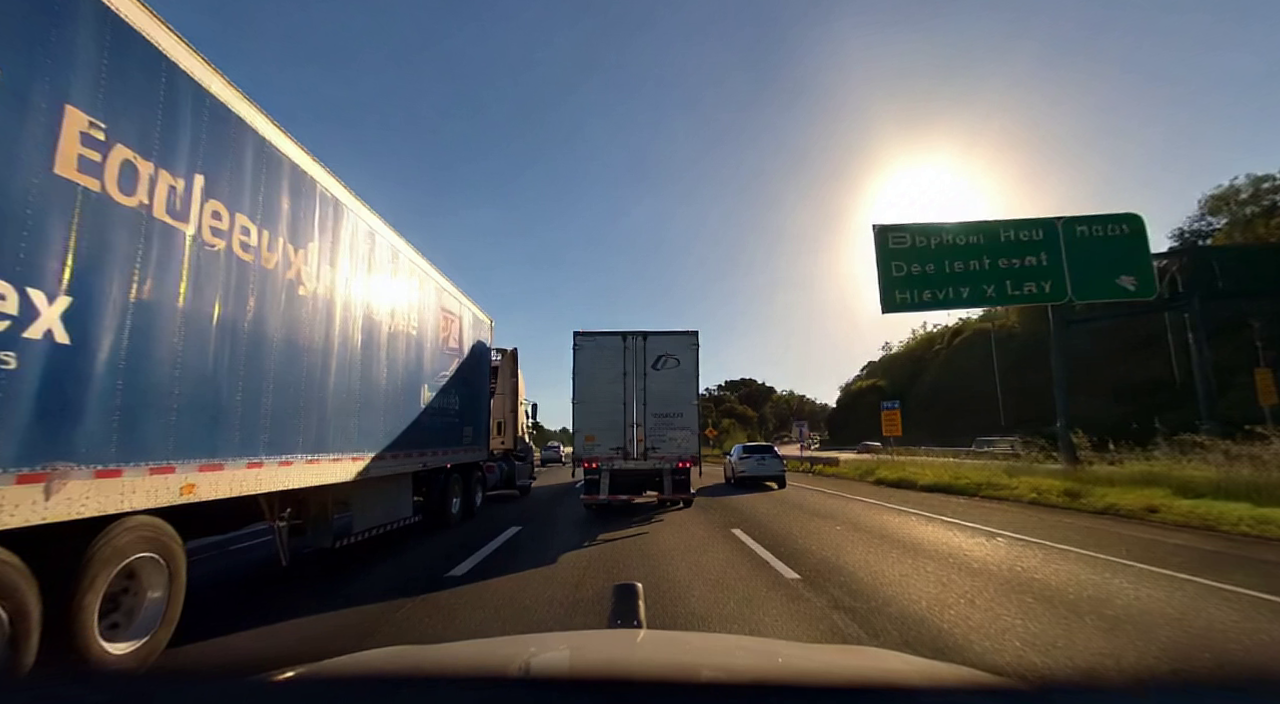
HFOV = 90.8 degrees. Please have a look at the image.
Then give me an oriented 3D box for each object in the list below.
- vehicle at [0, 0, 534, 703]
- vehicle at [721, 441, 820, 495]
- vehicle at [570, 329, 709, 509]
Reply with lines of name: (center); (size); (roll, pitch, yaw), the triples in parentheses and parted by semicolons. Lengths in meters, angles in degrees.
vehicle: (-4.098, 0.416, 7.461); (2.873, 4.107, 15.970); (0, -8, 0)
vehicle: (3.856, 3.507, 19.552); (2.010, 1.446, 4.579); (0, -9, -1)
vehicle: (-0.094, 2.119, 18.367); (2.910, 3.828, 9.805); (0, -9, -1)
